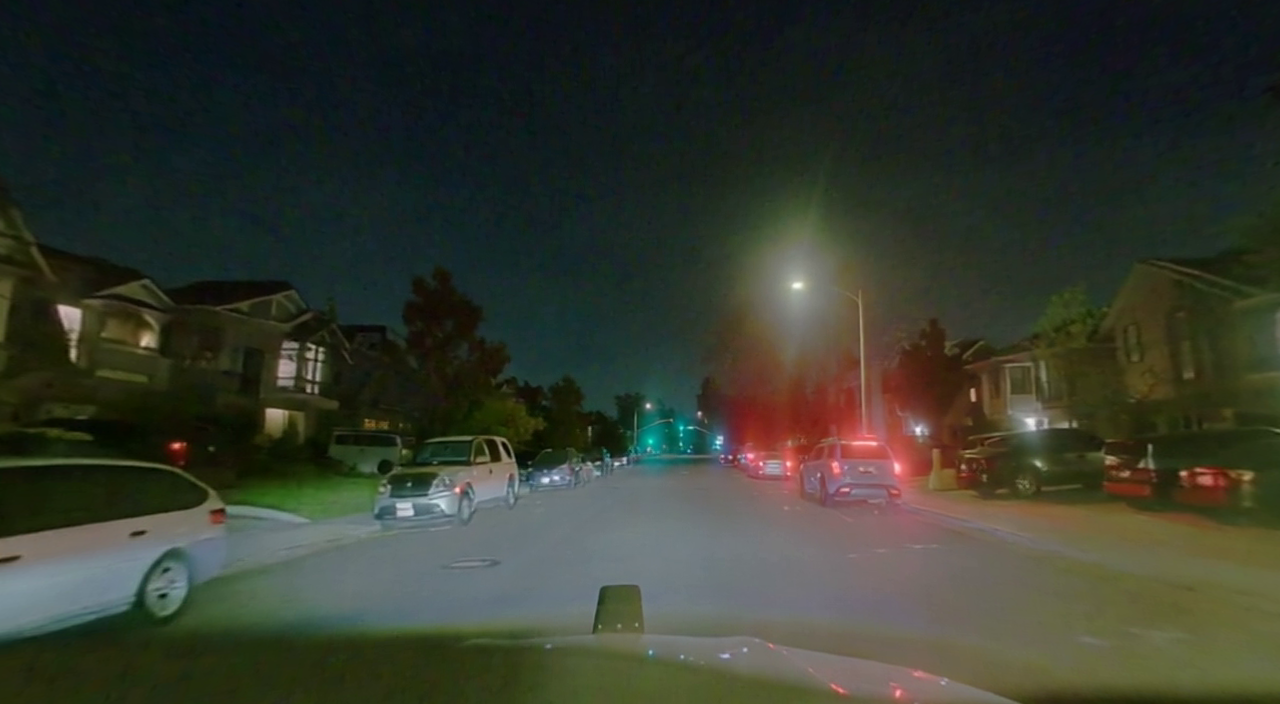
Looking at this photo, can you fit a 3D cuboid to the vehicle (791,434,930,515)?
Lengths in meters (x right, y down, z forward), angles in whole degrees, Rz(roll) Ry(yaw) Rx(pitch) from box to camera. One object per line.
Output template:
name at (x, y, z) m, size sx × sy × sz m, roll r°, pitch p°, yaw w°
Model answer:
vehicle at (5.896, 3.345, 17.839) m, size 2.201 × 1.896 × 5.632 m, roll -1°, pitch -9°, yaw 4°

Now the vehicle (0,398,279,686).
vehicle at (-4.901, 1.245, 4.130) m, size 2.035 × 1.719 × 4.749 m, roll -3°, pitch -10°, yaw 4°

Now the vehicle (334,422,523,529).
vehicle at (-4.418, 2.785, 14.452) m, size 2.319 × 1.902 × 5.526 m, roll -2°, pitch -11°, yaw 1°

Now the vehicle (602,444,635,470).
vehicle at (-1.574, 7.926, 47.609) m, size 2.035 × 1.822 × 4.348 m, roll 0°, pitch -11°, yaw 4°

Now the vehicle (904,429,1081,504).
vehicle at (9.957, 3.347, 18.473) m, size 2.285 × 1.833 × 4.853 m, roll -1°, pitch -10°, yaw 0°

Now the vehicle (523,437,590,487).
vehicle at (-3.258, 4.500, 25.587) m, size 2.007 × 1.861 × 4.101 m, roll 0°, pitch -11°, yaw 2°

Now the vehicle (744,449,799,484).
vehicle at (6.449, 5.636, 31.550) m, size 1.850 × 1.516 × 5.066 m, roll 0°, pitch -8°, yaw 2°

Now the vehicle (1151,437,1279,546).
vehicle at (11.278, 2.095, 9.947) m, size 4.611 × 1.510 × 1.962 m, roll -1°, pitch -8°, yaw 4°
